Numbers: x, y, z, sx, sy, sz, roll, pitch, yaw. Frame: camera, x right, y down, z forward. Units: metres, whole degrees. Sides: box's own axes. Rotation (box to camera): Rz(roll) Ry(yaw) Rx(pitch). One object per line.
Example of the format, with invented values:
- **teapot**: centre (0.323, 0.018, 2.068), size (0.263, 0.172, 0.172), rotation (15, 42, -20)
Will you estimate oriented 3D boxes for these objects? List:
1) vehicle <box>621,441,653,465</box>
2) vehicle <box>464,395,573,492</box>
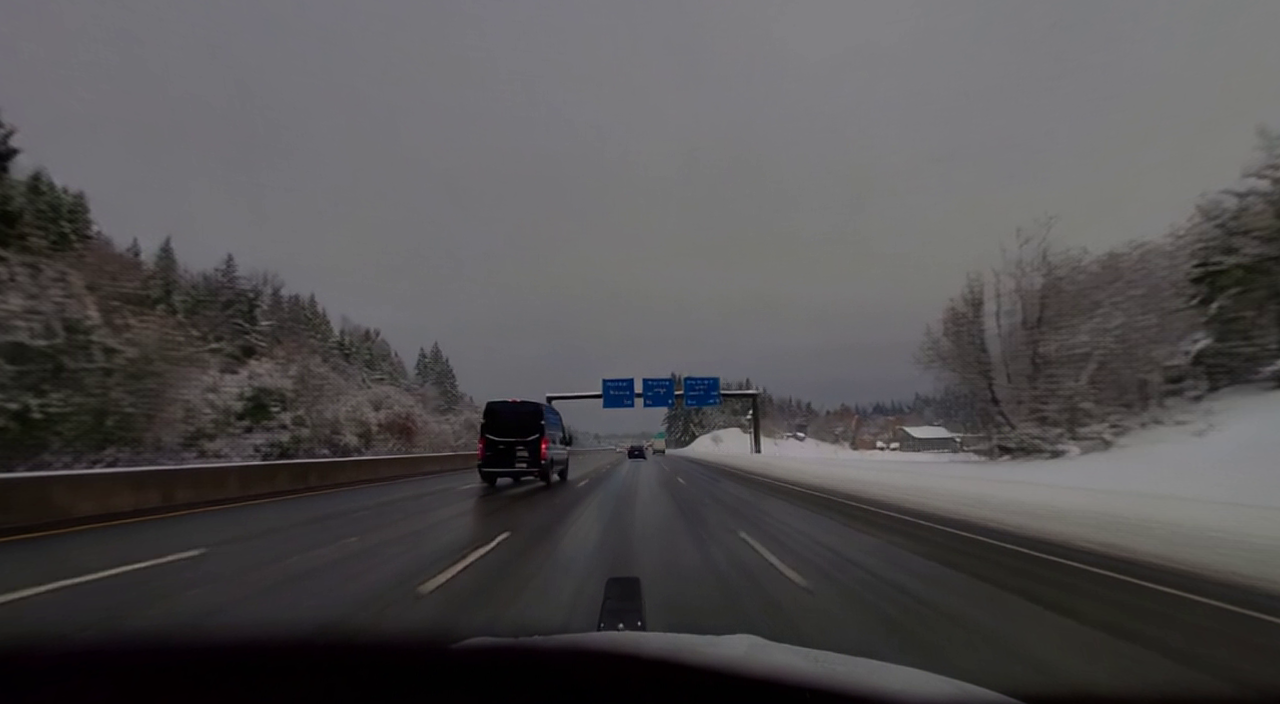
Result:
- **vehicle**: centre (-0.214, 7.204, 45.093), size (2.183, 1.662, 3.968), rotation (0, -9, 0)
- **vehicle**: centre (-3.768, 3.049, 20.988), size (2.382, 2.736, 5.982), rotation (0, -9, 1)
